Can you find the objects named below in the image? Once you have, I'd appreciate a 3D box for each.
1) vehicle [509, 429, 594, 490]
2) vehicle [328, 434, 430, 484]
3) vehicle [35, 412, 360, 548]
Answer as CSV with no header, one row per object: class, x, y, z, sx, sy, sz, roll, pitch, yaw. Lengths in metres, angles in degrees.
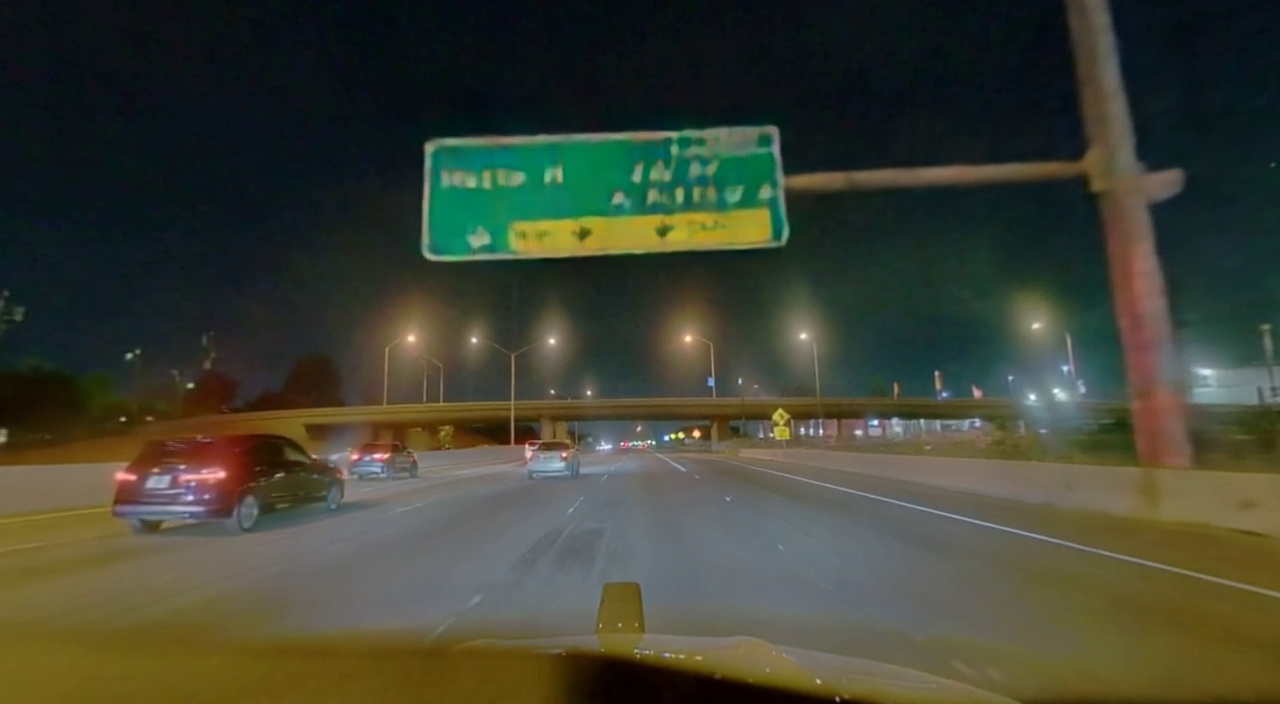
vehicle,-2.681,3.381,20.202,2.027,1.697,4.307,0,-8,1
vehicle,-10.143,4.180,25.054,1.969,1.759,4.758,0,-8,1
vehicle,-6.892,2.031,10.755,2.015,1.762,4.790,0,-8,0
